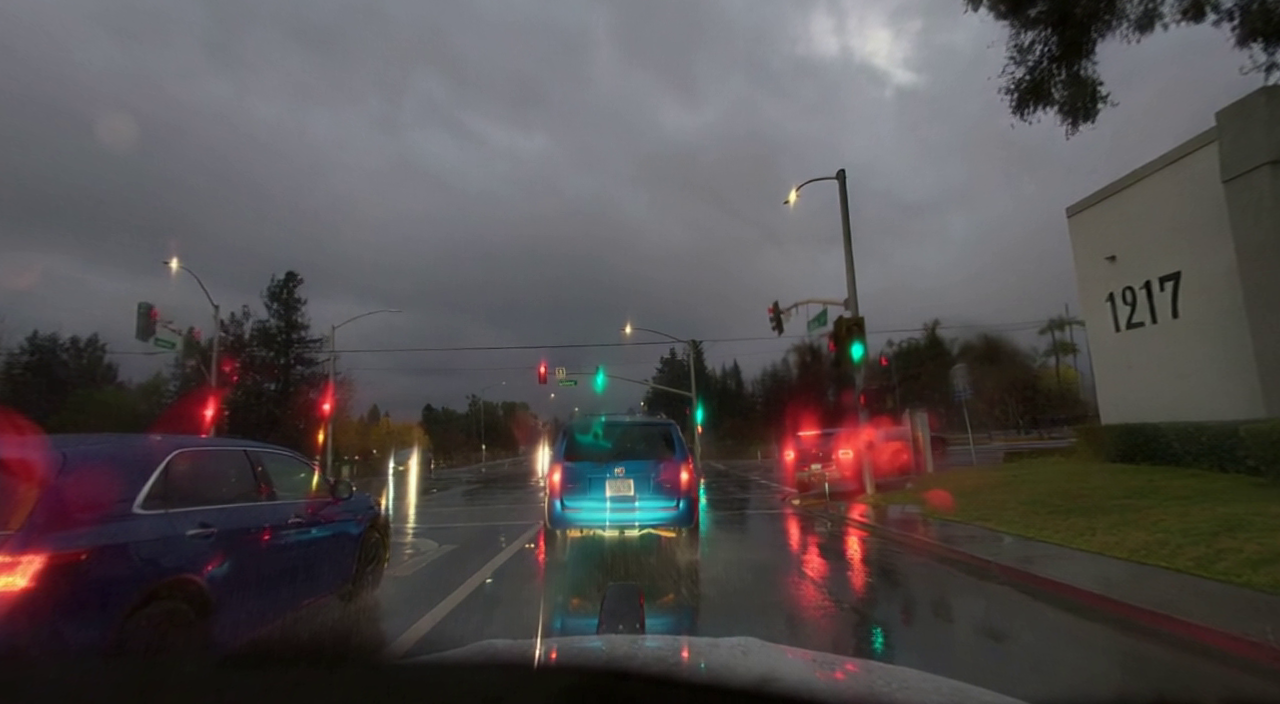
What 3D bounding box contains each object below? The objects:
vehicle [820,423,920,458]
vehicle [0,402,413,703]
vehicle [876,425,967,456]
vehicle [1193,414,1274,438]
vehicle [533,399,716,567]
[{"bbox_3d":[12.741,4.907,35.060,4.872,1.806,2.107,3,-9,-19],"label":"vehicle"},{"bbox_3d":[-3.378,1.263,4.563,2.011,1.527,4.008,0,-8,-1],"label":"vehicle"},{"bbox_3d":[14.487,4.565,32.556,3.830,1.545,2.006,3,-9,-19],"label":"vehicle"},{"bbox_3d":[39.182,4.889,41.703,4.509,1.487,1.915,3,-9,-19],"label":"vehicle"},{"bbox_3d":[-0.179,1.791,9.335,2.059,1.877,4.249,0,-8,0],"label":"vehicle"}]
